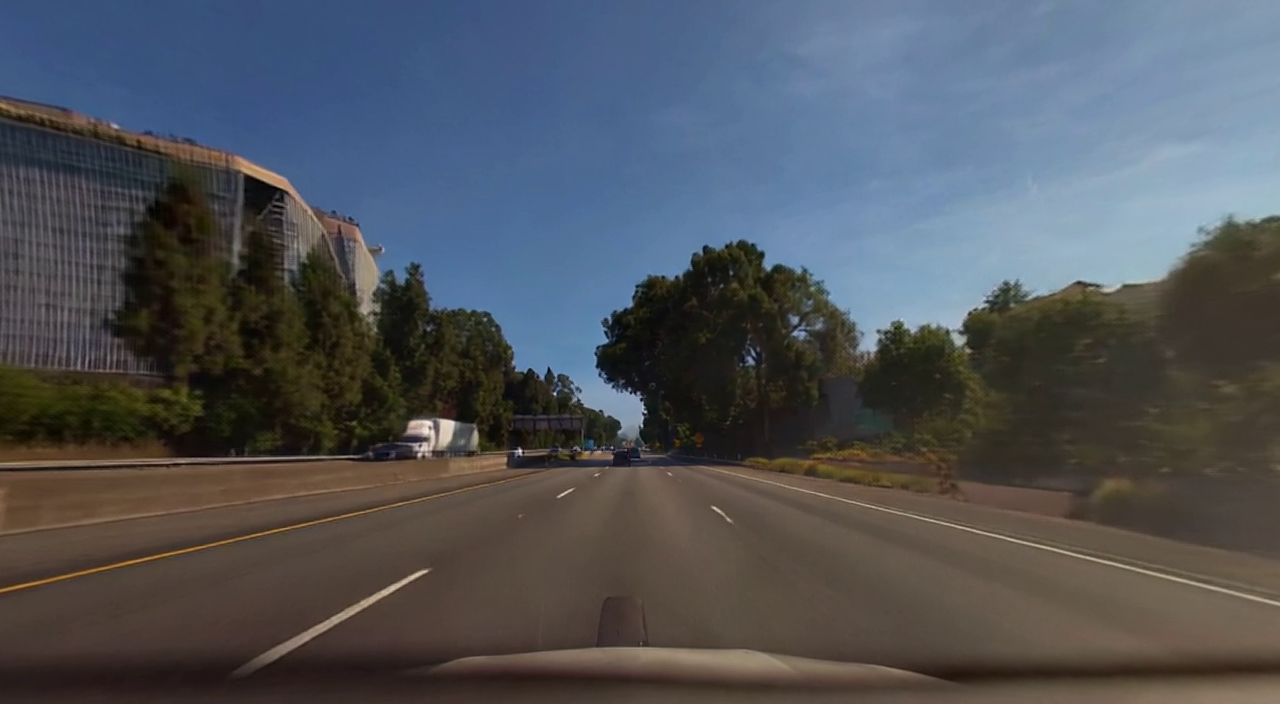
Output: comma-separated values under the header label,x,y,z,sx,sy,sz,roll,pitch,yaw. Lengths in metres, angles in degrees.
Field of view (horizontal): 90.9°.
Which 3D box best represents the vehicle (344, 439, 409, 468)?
label,x,y,z,sx,sy,sz,roll,pitch,yaw
vehicle,-15.066,5.850,36.290,1.864,1.565,4.250,0,-9,1
